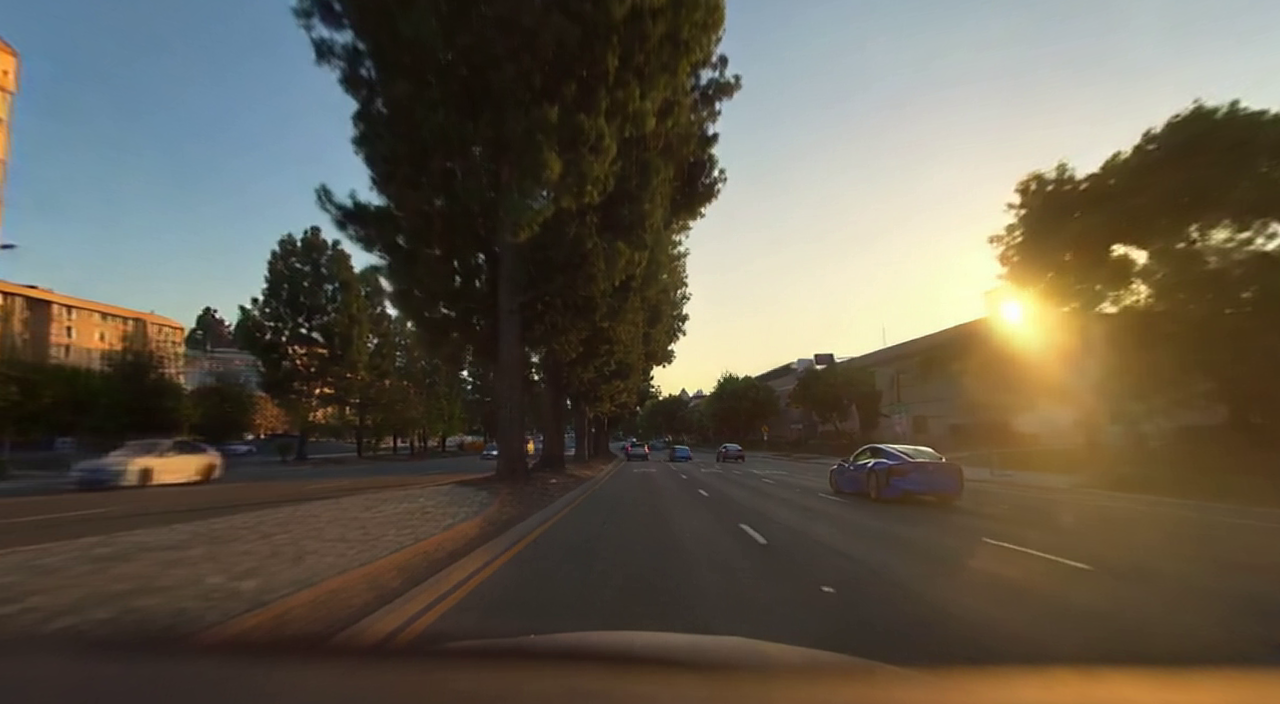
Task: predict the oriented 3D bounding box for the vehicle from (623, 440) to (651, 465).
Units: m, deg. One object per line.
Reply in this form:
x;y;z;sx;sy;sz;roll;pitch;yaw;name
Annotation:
-0.267;7.838;49.308;2.146;1.800;4.042;0;-9;-1;vehicle

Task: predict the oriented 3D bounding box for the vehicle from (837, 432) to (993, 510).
6.838;2.990;16.353;1.987;1.730;4.373;0;-9;-1;vehicle

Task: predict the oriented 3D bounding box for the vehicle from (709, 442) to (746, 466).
6.278;7.379;45.868;1.931;1.685;4.054;0;-9;-3;vehicle

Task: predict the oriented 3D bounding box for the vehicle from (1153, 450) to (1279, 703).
3.286;0.779;0.561;1.990;1.347;4.388;0;-9;0;vehicle

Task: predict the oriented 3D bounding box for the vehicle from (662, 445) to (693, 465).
2.847;7.903;48.685;1.930;1.483;4.471;0;-9;-2;vehicle

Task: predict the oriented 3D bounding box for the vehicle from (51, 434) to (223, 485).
-17.819;3.833;22.804;2.005;1.628;4.940;0;-9;2;vehicle
